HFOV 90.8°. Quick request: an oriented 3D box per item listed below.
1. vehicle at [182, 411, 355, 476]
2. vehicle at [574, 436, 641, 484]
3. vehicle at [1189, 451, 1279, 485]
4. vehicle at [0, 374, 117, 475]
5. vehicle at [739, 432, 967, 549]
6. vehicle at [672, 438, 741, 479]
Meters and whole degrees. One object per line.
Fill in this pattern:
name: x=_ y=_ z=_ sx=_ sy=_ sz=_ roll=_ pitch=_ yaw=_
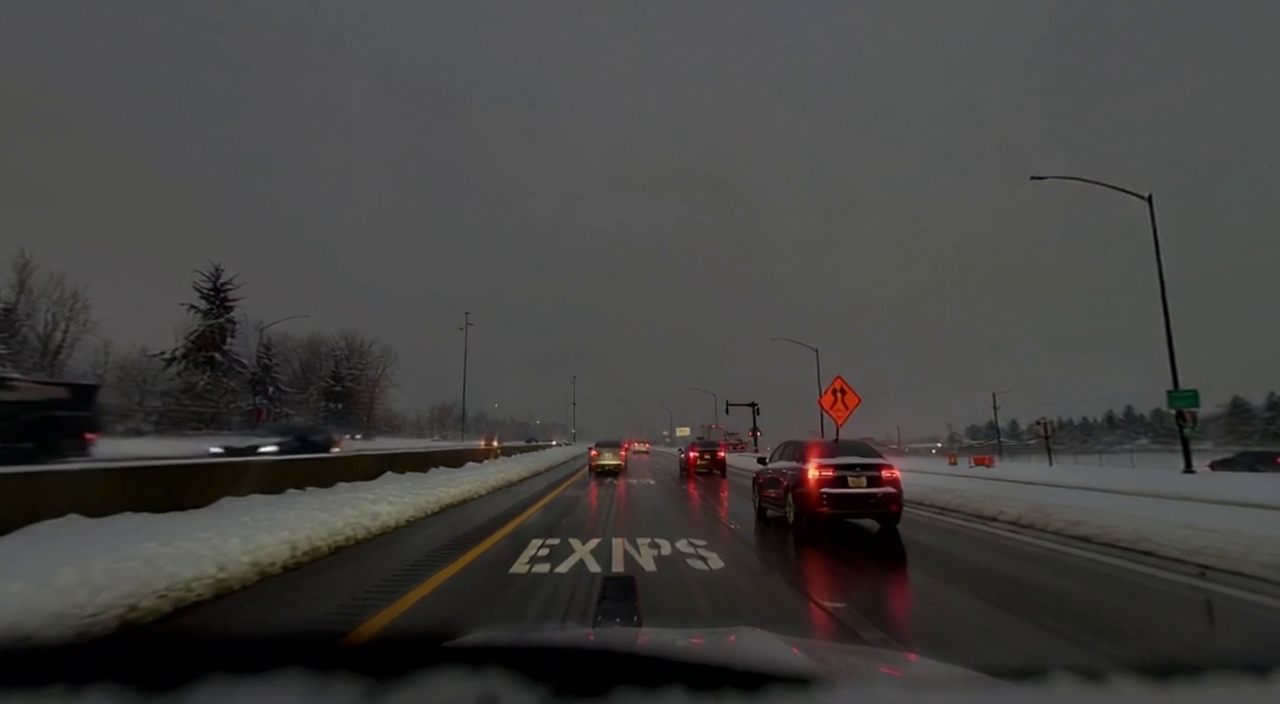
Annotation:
vehicle: x=-10.102 y=2.552 z=17.734 sx=1.997 sy=1.562 sz=4.754 roll=0 pitch=-8 yaw=-1
vehicle: x=-1.077 y=3.638 z=21.739 sx=2.069 sy=1.470 sz=4.004 roll=0 pitch=-8 yaw=-2
vehicle: x=35.741 y=6.682 z=36.812 sx=2.227 sy=1.730 sz=5.442 roll=1 pitch=-8 yaw=-6
vehicle: x=-13.646 y=1.360 z=11.954 sx=2.414 sy=1.943 sz=6.030 roll=0 pitch=-8 yaw=-1
vehicle: x=3.040 y=2.049 z=10.169 sx=1.996 sy=1.455 sz=4.281 roll=0 pitch=-8 yaw=-3
vehicle: x=2.499 y=4.137 z=24.995 sx=2.042 sy=1.460 sz=4.451 roll=0 pitch=-8 yaw=-3
